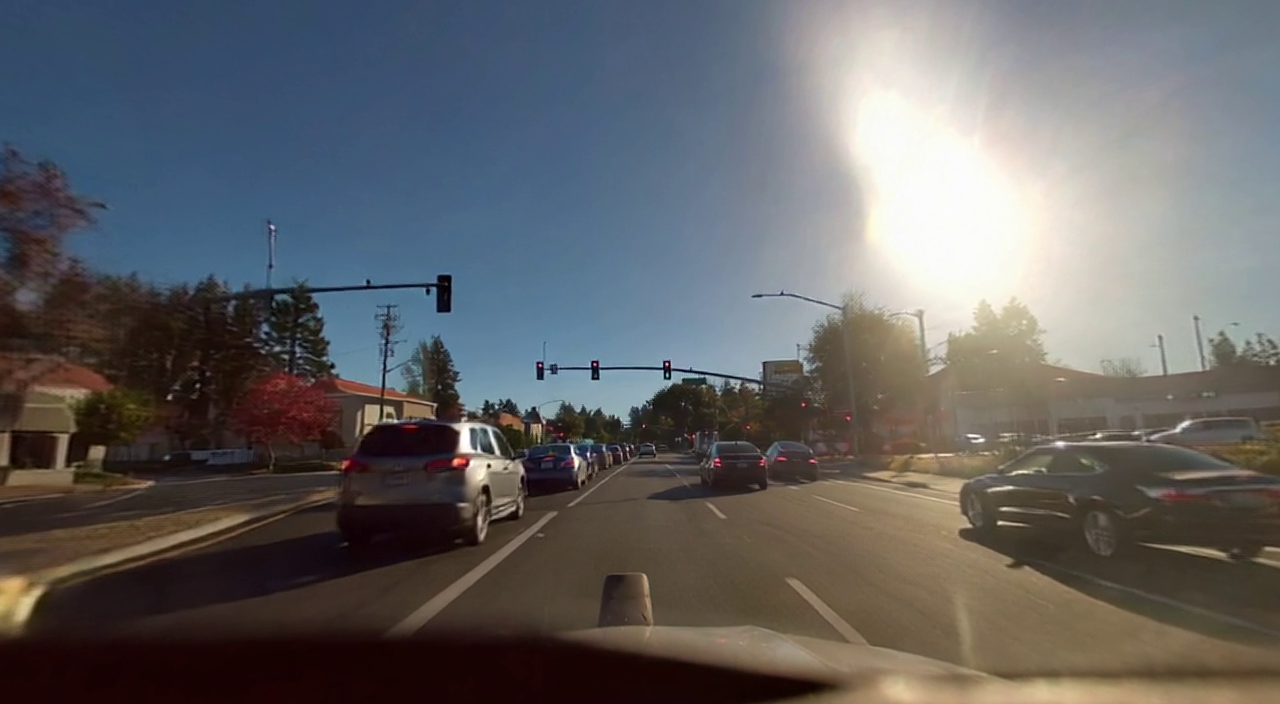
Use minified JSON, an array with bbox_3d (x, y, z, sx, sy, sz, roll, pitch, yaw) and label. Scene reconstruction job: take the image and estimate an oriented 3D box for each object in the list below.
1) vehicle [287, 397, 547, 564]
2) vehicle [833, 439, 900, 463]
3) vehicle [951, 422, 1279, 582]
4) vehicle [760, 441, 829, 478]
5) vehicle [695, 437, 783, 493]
[{"bbox_3d":[-2.761,1.738,9.143,2.117,1.799,4.442,0,-9,0],"label":"vehicle"},{"bbox_3d":[16.258,7.109,45.182,4.337,1.614,2.043,4,-10,-29],"label":"vehicle"},{"bbox_3d":[6.371,1.825,8.563,1.881,1.540,4.750,0,-9,1],"label":"vehicle"},{"bbox_3d":[7.095,4.987,29.547,2.070,1.547,4.941,0,-9,1],"label":"vehicle"},{"bbox_3d":[2.885,3.429,19.393,2.004,1.512,4.206,0,-9,0],"label":"vehicle"}]
